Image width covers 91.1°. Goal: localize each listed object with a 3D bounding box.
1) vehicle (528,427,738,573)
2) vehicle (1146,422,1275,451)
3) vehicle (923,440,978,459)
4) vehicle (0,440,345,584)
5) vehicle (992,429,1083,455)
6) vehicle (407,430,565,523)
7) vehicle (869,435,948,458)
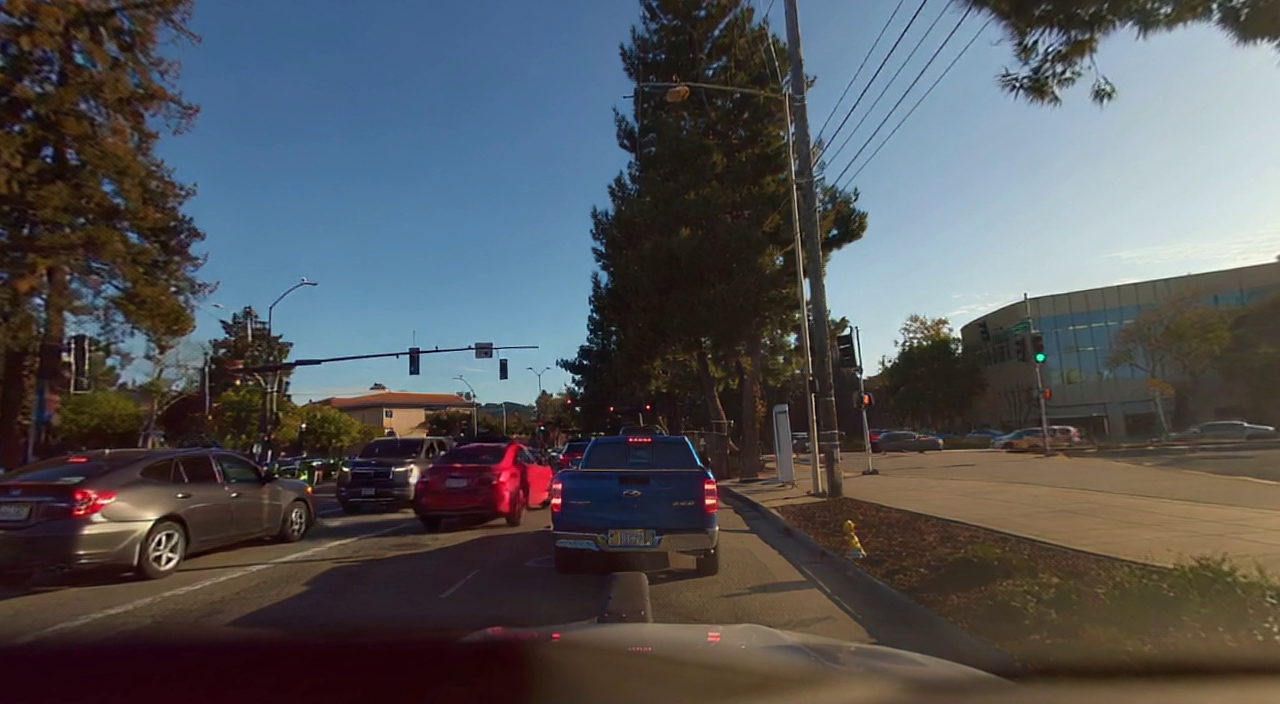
[{"bbox_3d":[-0.052,1.860,8.688,2.182,1.501,4.150,0,-9,1],"label":"vehicle"},{"bbox_3d":[30.535,4.587,33.801,4.739,1.472,1.804,-5,-10,29],"label":"vehicle"},{"bbox_3d":[24.619,7.706,49.784,3.662,1.442,1.787,-5,-10,32],"label":"vehicle"},{"bbox_3d":[-6.338,2.060,9.001,1.948,1.530,4.283,0,-9,3],"label":"vehicle"},{"bbox_3d":[23.804,5.435,37.750,4.454,1.440,1.816,-5,-10,30],"label":"vehicle"},{"bbox_3d":[-3.075,2.605,13.722,2.040,1.660,4.609,-1,-9,3],"label":"vehicle"},{"bbox_3d":[17.563,6.197,41.114,4.441,1.452,1.798,-5,-10,30],"label":"vehicle"}]
